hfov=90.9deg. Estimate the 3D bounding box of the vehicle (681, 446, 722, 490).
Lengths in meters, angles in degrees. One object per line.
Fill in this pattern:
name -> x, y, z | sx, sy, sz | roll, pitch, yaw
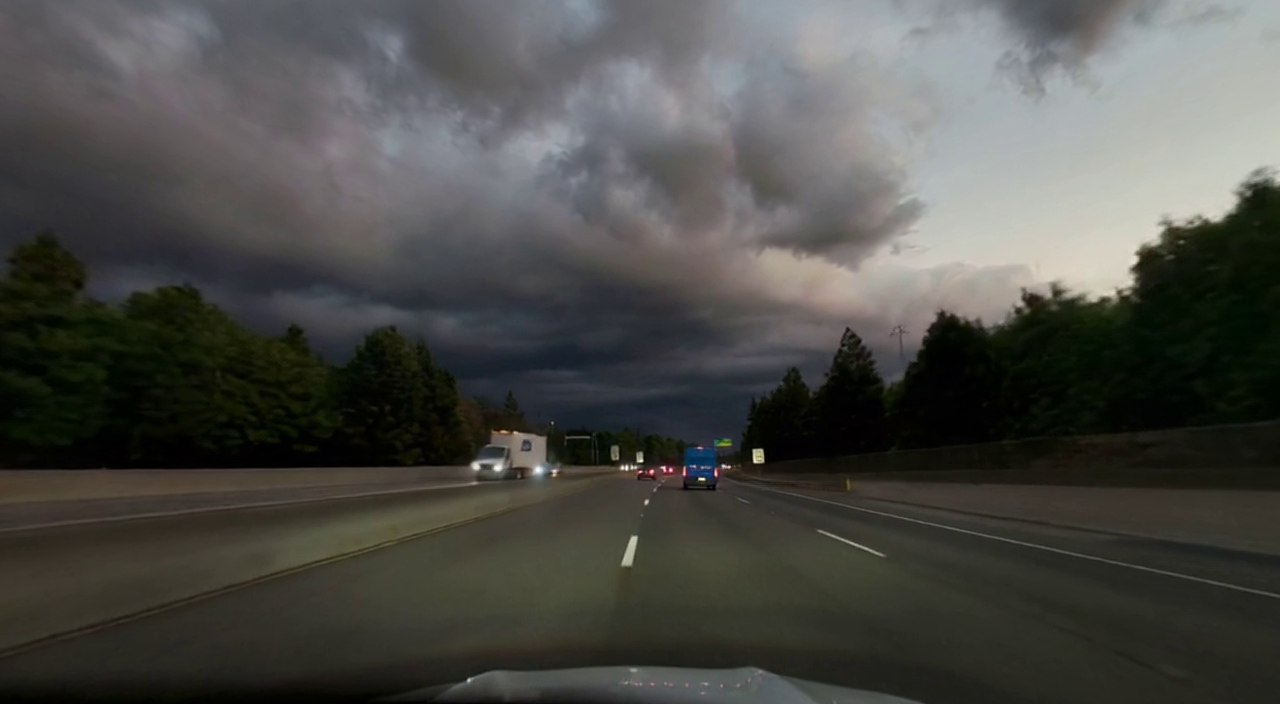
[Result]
vehicle -> 3.998, 7.721, 41.890 | 2.366, 2.595, 5.793 | 1, -11, 2
